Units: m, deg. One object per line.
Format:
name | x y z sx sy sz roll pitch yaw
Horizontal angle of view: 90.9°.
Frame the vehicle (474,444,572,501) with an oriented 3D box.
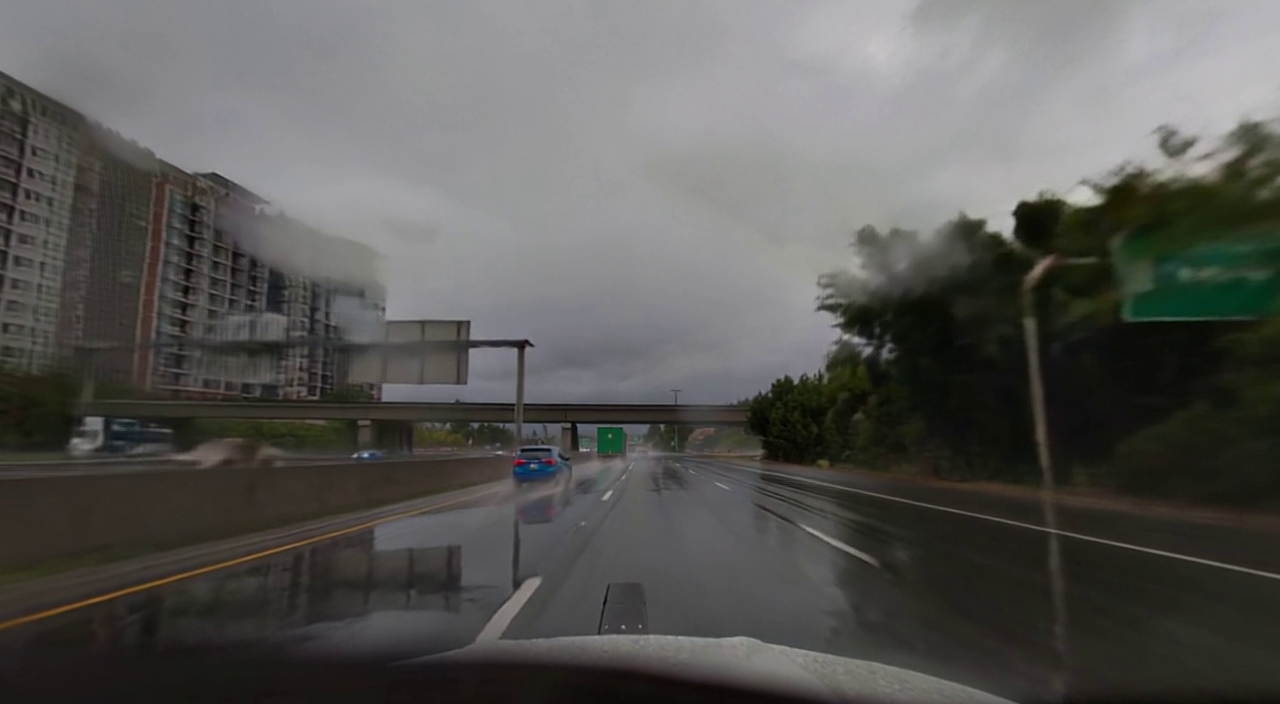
vehicle | -3.348 3.560 19.025 2.039 1.478 4.483 0 -9 1
